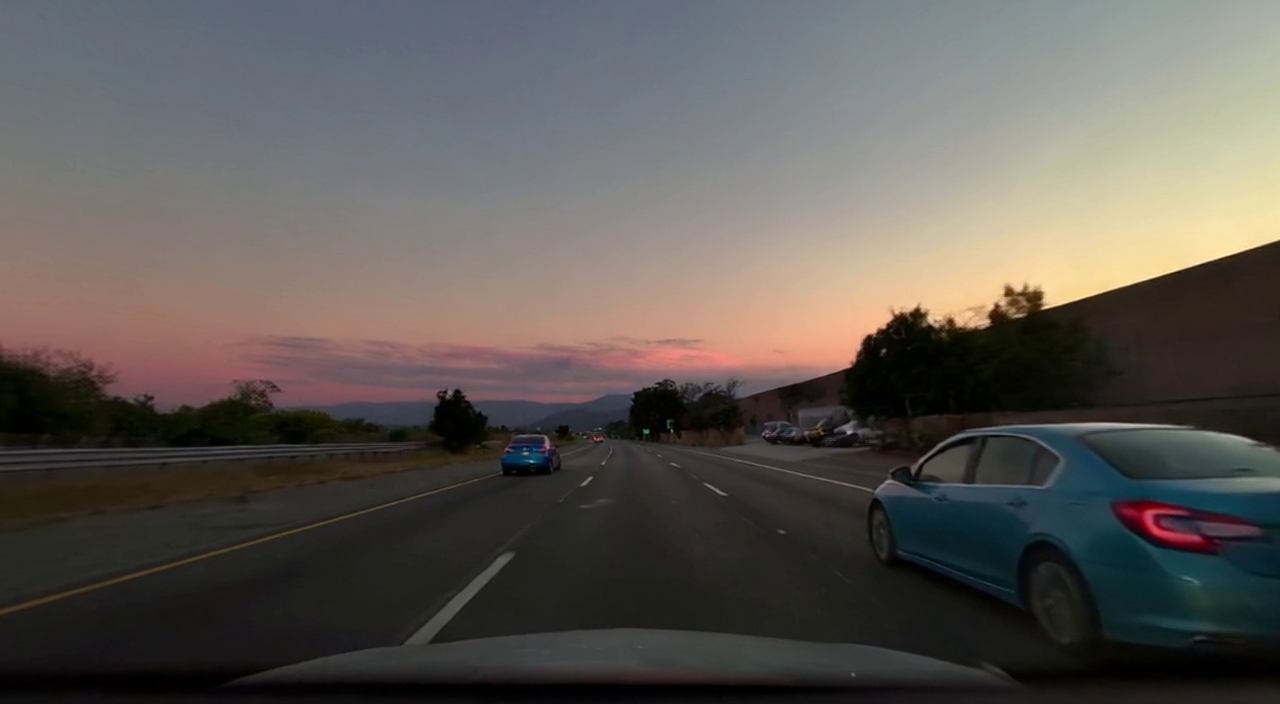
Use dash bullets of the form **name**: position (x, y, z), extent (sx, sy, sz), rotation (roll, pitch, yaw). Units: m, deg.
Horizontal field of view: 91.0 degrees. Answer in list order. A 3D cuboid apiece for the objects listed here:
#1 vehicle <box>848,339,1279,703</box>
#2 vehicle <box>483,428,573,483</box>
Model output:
- **vehicle**: position (3.323, 1.060, 4.184), extent (2.349, 1.651, 4.161), rotation (0, -8, -1)
- **vehicle**: position (-3.595, 3.415, 21.093), extent (2.206, 1.604, 4.374), rotation (0, -8, 0)
